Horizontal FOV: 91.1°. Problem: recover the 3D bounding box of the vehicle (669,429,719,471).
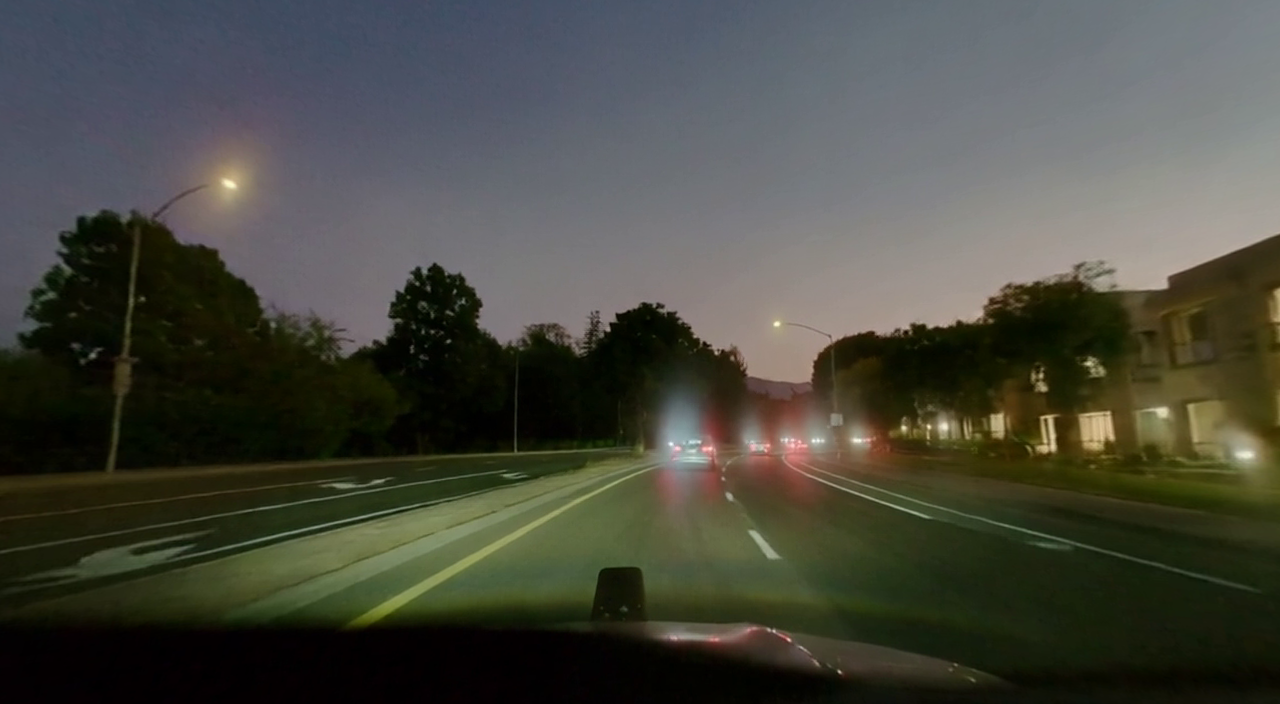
[{"bbox_3d":[2.873,5.060,32.497,2.072,2.002,4.391,-2,-9,12],"label":"vehicle"}]
